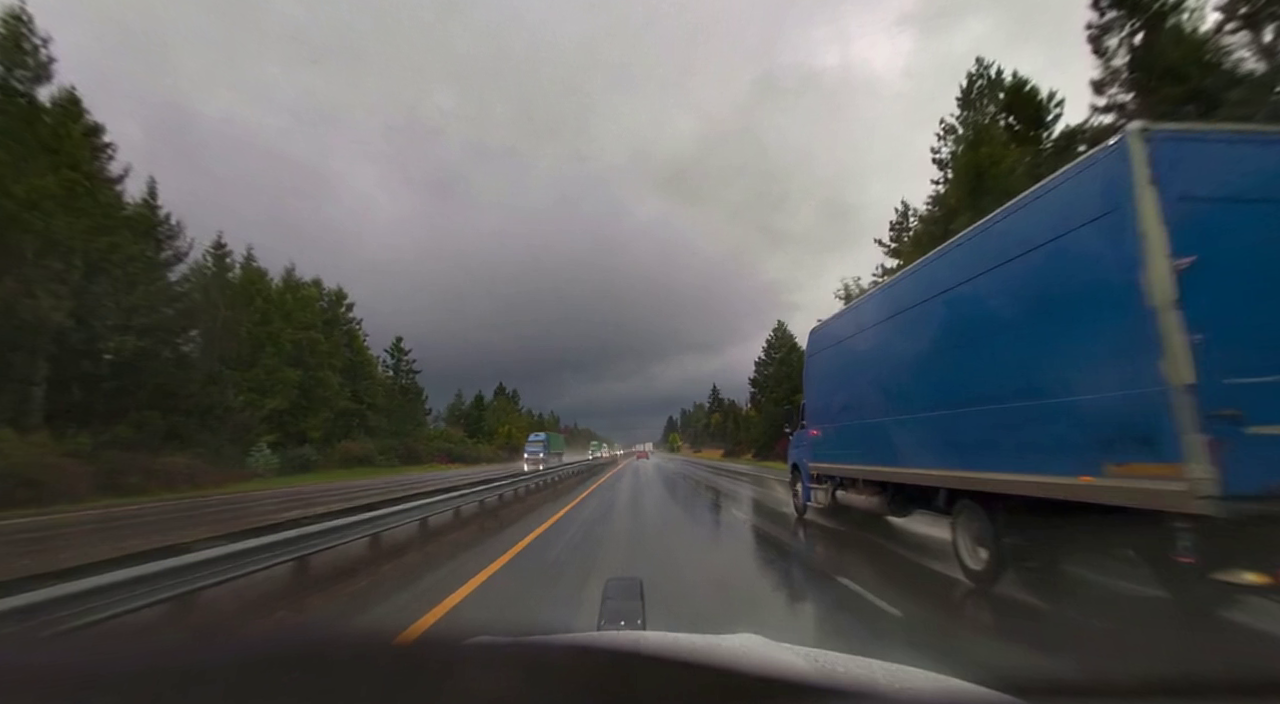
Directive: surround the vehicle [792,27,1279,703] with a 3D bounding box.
[{"bbox_3d":[4.104,0.661,6.632,2.920,3.288,7.793,0,-9,-1],"label":"vehicle"}]
